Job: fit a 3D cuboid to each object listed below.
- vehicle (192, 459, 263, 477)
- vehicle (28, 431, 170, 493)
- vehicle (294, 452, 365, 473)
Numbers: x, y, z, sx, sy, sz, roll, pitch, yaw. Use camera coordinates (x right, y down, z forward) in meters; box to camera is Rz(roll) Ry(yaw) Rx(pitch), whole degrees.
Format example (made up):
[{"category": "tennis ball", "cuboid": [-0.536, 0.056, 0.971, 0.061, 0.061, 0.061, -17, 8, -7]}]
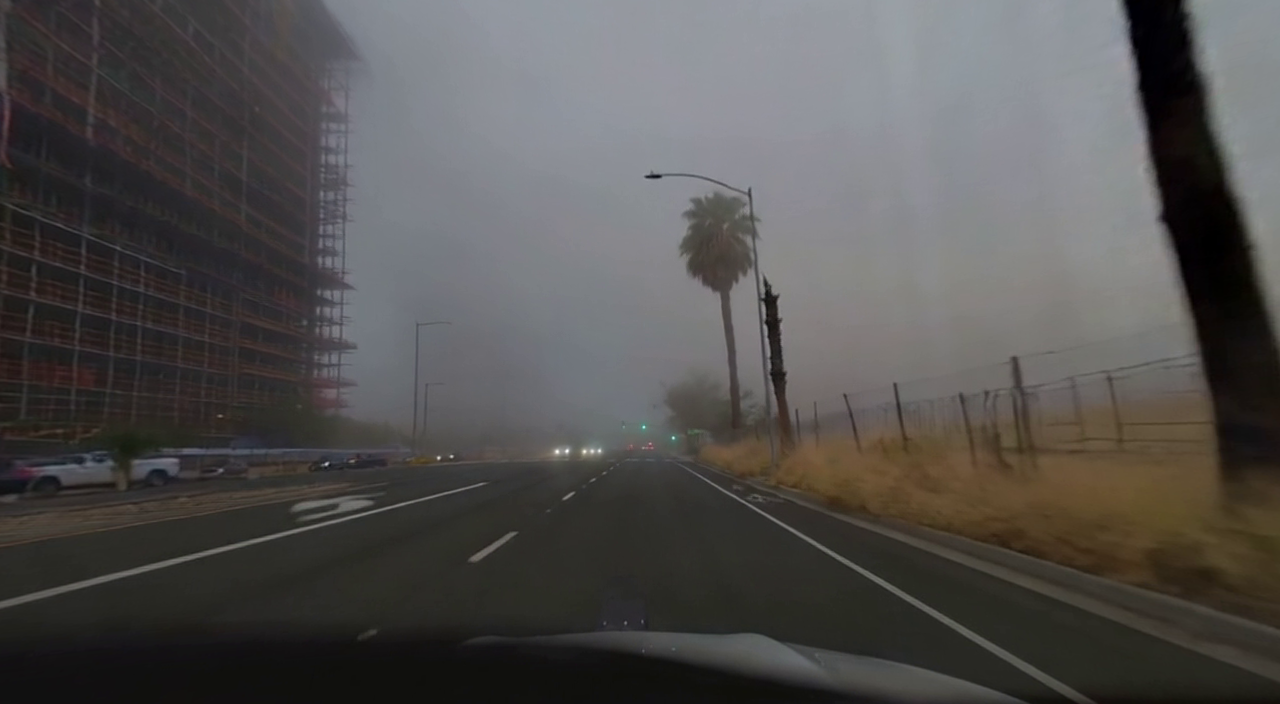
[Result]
[{"category": "vehicle", "cuboid": [-30.133, 8.480, 46.203, 4.101, 1.243, 1.698, 4, -10, -26]}, {"category": "vehicle", "cuboid": [-26.824, 5.362, 31.227, 6.454, 2.718, 3.175, -5, -10, 30]}, {"category": "vehicle", "cuboid": [-24.430, 8.692, 49.744, 1.790, 1.484, 4.651, -7, -11, 40]}]
